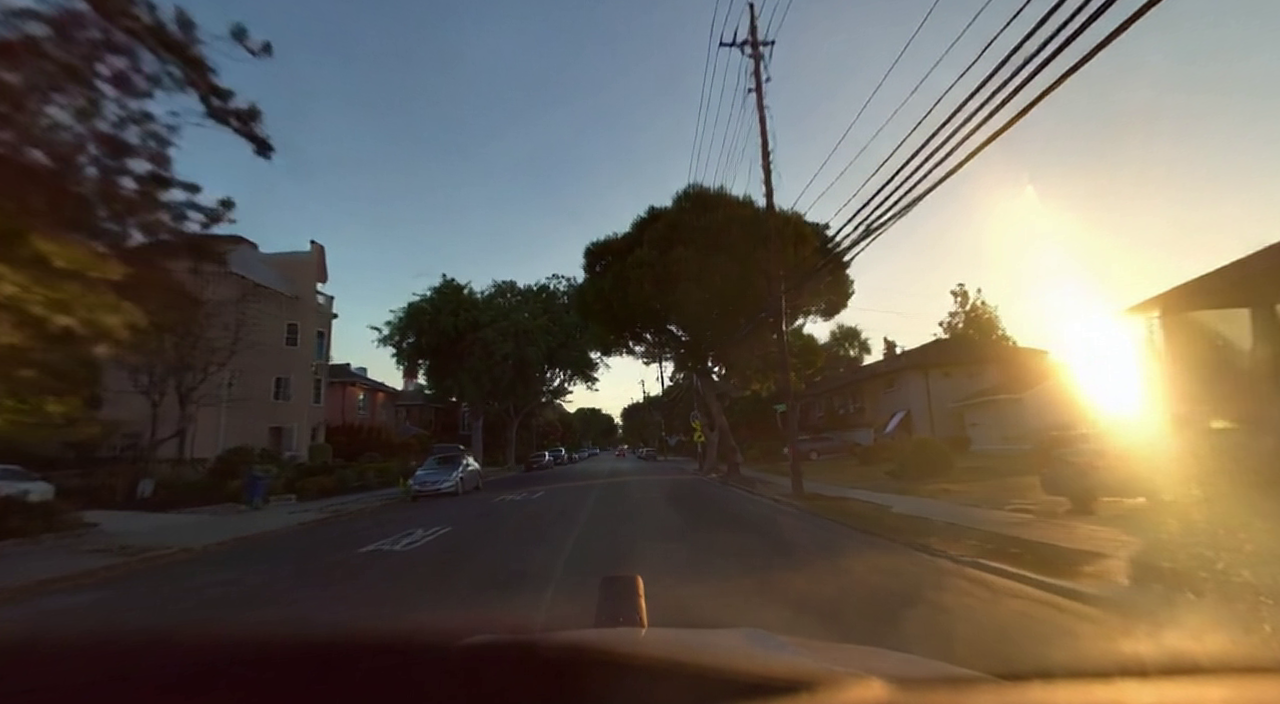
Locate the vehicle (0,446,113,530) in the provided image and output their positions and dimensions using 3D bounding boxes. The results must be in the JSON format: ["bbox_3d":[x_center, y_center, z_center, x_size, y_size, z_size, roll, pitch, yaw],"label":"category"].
[{"bbox_3d":[-14.885,2.809,13.376,5.395,1.615,2.132,0,-9,-2],"label":"vehicle"}]

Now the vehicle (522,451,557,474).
[{"bbox_3d":[-7.644,8.410,48.150,2.041,1.587,3.920,-2,-9,0],"label":"vehicle"}]

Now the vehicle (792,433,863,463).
[{"bbox_3d":[12.865,6.623,43.401,4.145,1.767,1.880,-9,-10,29],"label":"vehicle"}]

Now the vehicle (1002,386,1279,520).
[{"bbox_3d":[9.561,1.712,11.282,4.822,1.864,2.100,-4,-8,-6],"label":"vehicle"}]

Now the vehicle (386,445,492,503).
[{"bbox_3d":[-7.026,4.308,22.770,2.162,1.757,5.201,-2,-9,-1],"label":"vehicle"}]
